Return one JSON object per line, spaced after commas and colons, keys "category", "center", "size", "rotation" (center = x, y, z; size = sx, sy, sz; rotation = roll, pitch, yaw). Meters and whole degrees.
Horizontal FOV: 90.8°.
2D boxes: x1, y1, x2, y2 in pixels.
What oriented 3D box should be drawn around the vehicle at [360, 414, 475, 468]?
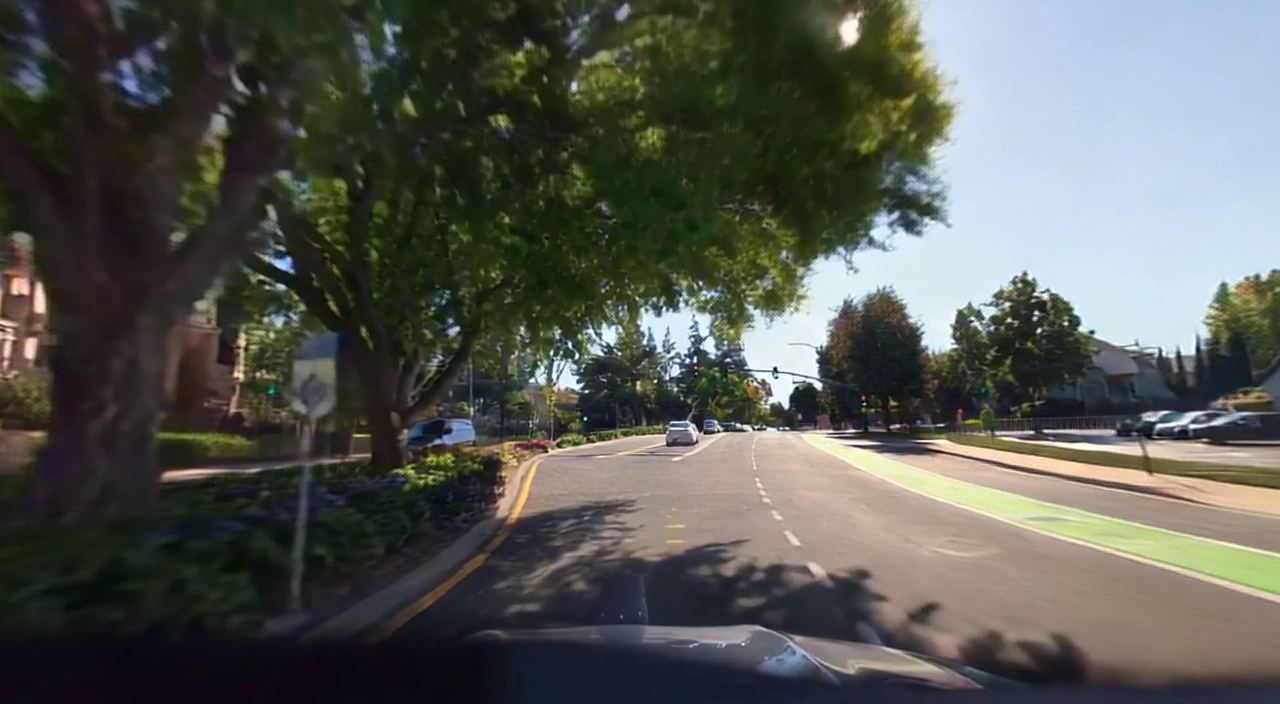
{"category": "vehicle", "center": [-8.341, 3.452, 24.265], "size": [2.182, 1.843, 4.604], "rotation": [-1, -9, 8]}
